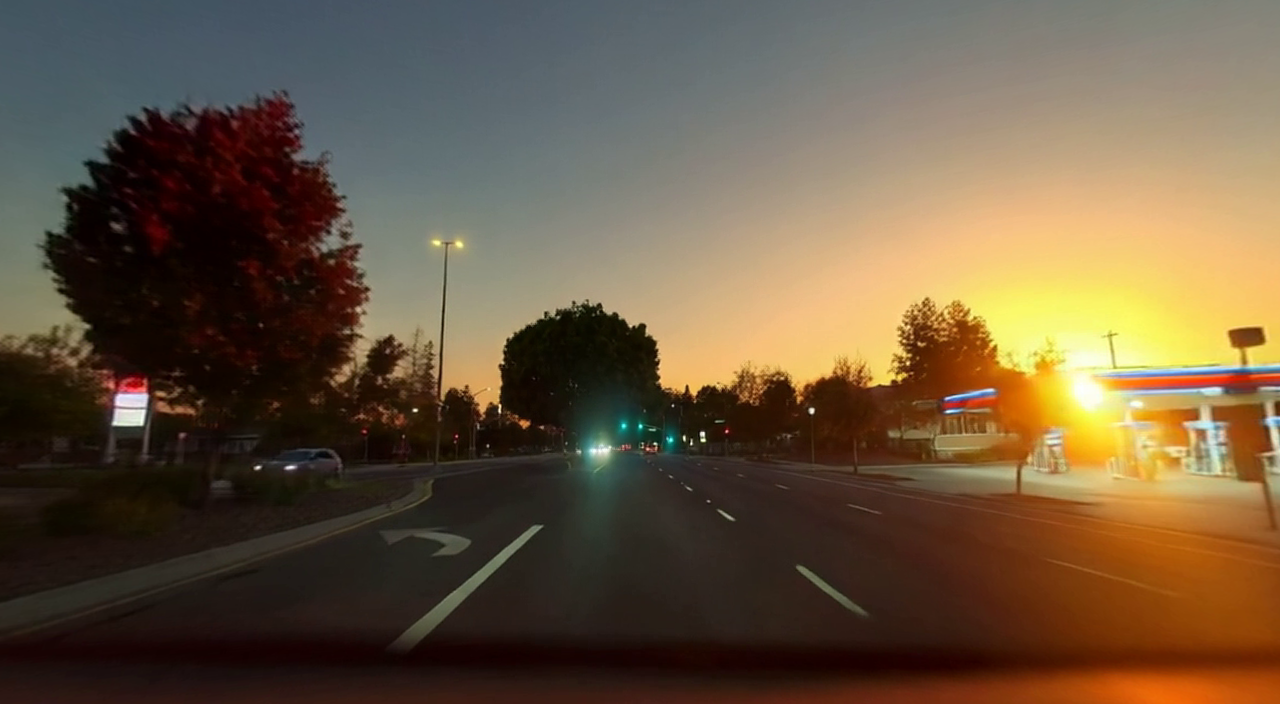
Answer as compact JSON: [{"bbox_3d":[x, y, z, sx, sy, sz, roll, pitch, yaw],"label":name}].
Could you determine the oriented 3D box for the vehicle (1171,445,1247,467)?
[{"bbox_3d":[38.934,7.117,43.354,1.653,1.421,3.632,0,-9,-4],"label":"vehicle"}]

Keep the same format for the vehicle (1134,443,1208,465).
[{"bbox_3d":[36.631,7.020,43.685,1.665,1.442,3.759,0,-8,-4],"label":"vehicle"}]

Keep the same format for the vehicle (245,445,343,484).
[{"bbox_3d":[-15.652,5.065,28.897,1.916,1.620,4.408,0,-8,1],"label":"vehicle"}]

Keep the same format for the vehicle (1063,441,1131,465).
[{"bbox_3d":[30.967,6.884,42.944,1.591,1.491,4.005,-2,-9,1],"label":"vehicle"}]
